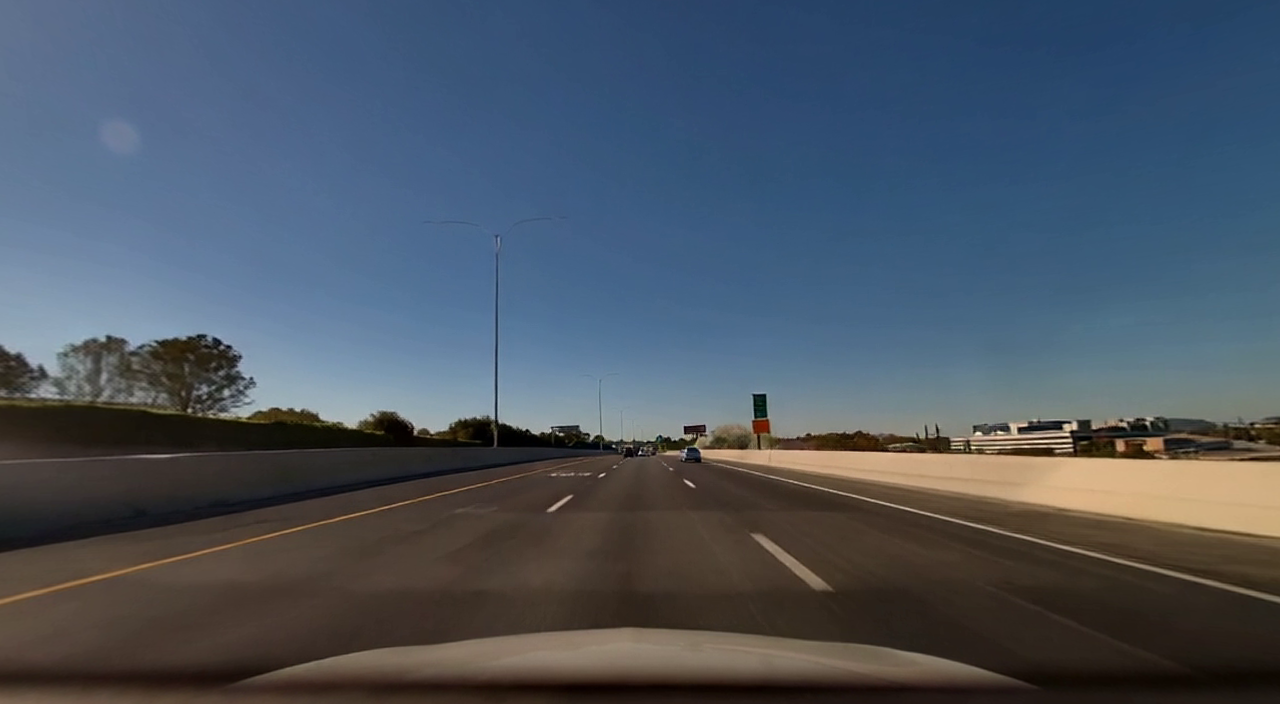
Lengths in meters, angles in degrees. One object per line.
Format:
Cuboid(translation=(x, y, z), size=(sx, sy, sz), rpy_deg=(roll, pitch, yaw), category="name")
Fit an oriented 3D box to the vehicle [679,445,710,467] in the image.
Cuboid(translation=(4.040, 7.754, 47.326), size=(2.003, 1.520, 4.058), rpy_deg=(0, -8, 0), category="vehicle")
